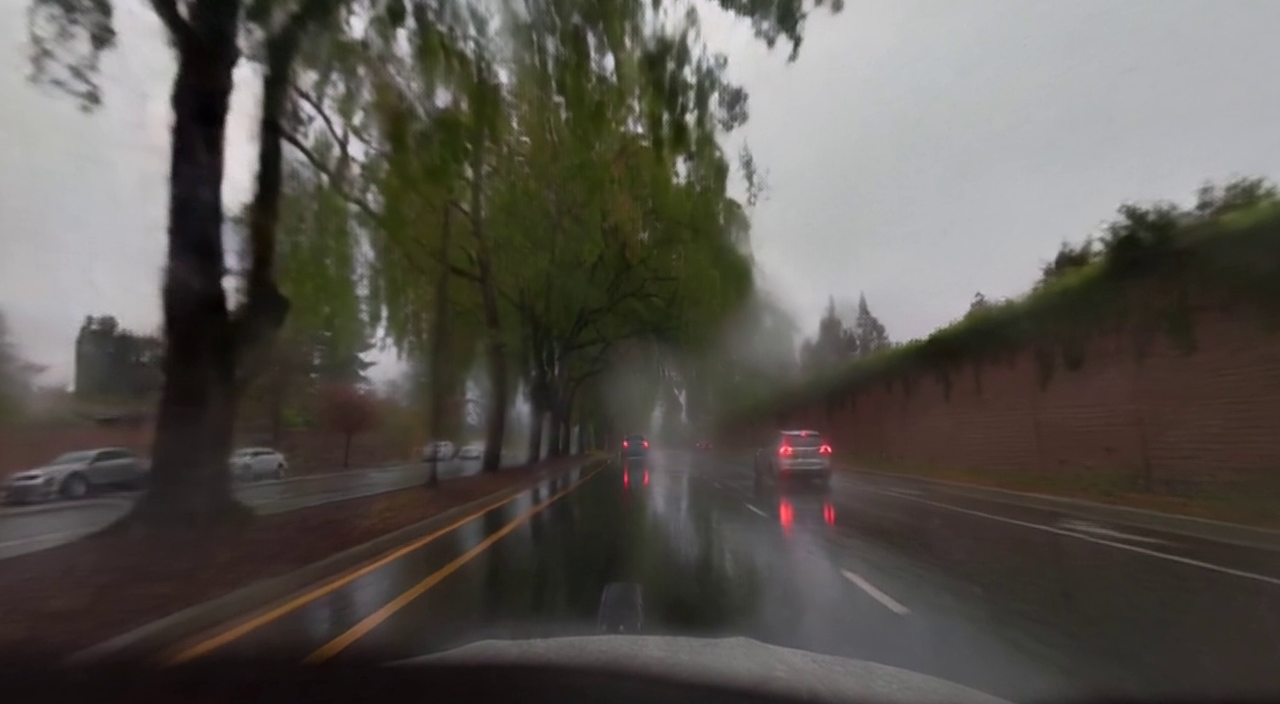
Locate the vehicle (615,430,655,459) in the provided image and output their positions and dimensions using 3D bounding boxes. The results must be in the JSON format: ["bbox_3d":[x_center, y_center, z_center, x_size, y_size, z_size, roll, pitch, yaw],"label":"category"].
[{"bbox_3d":[-0.322,5.885,40.174,2.391,1.739,3.837,-1,-8,-1],"label":"vehicle"}]

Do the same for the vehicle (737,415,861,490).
[{"bbox_3d":[4.116,2.694,17.231,2.155,1.752,4.456,0,-8,-1],"label":"vehicle"}]
